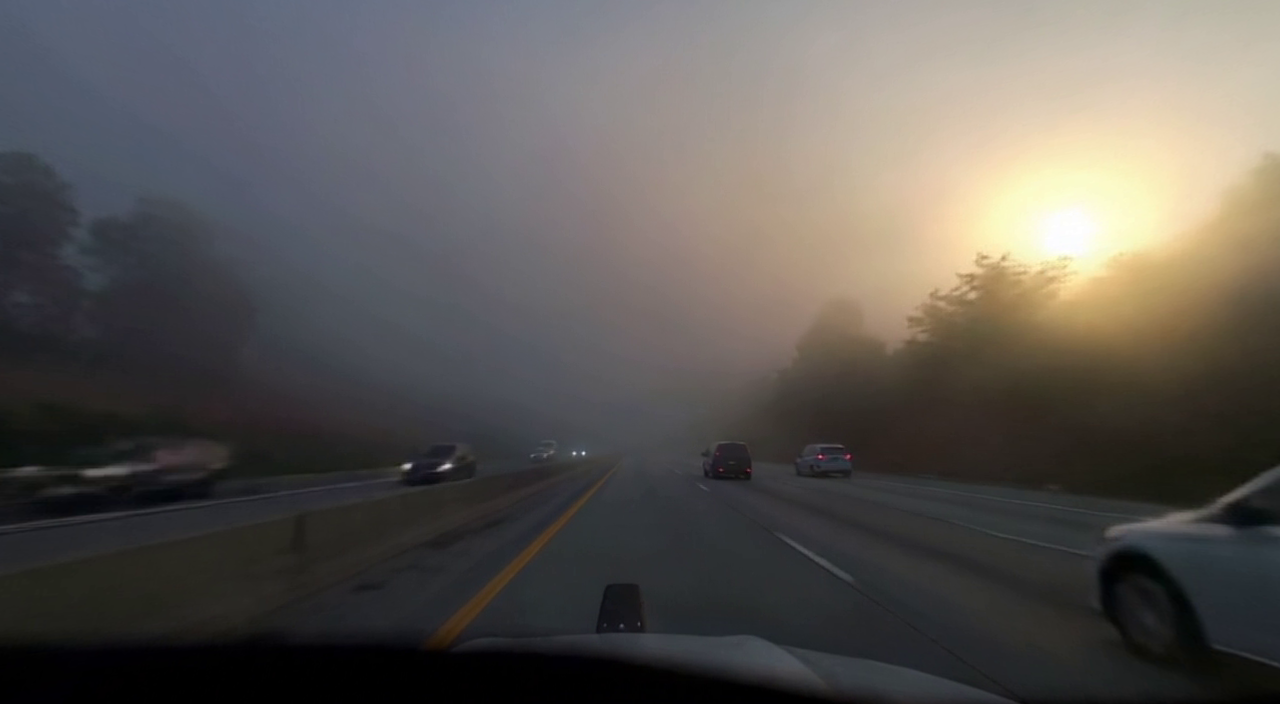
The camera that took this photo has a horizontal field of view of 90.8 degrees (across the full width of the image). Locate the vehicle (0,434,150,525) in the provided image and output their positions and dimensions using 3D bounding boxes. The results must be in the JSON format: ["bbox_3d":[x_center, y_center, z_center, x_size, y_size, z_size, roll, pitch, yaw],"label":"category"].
[{"bbox_3d":[-11.734,2.273,11.403,1.898,1.506,4.812,0,-9,-1],"label":"vehicle"}]

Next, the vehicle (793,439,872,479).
[{"bbox_3d":[8.548,4.771,28.442,2.018,1.636,4.510,0,-9,-1],"label":"vehicle"}]

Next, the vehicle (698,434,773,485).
[{"bbox_3d":[3.554,4.115,24.410,2.070,1.751,4.576,0,-9,-1],"label":"vehicle"}]

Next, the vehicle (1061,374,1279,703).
[{"bbox_3d":[3.625,0.769,1.736,2.023,1.603,4.159,0,-9,0],"label":"vehicle"}]

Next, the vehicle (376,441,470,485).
[{"bbox_3d":[-8.154,4.204,24.231,2.021,1.518,4.663,0,-9,-1],"label":"vehicle"}]
